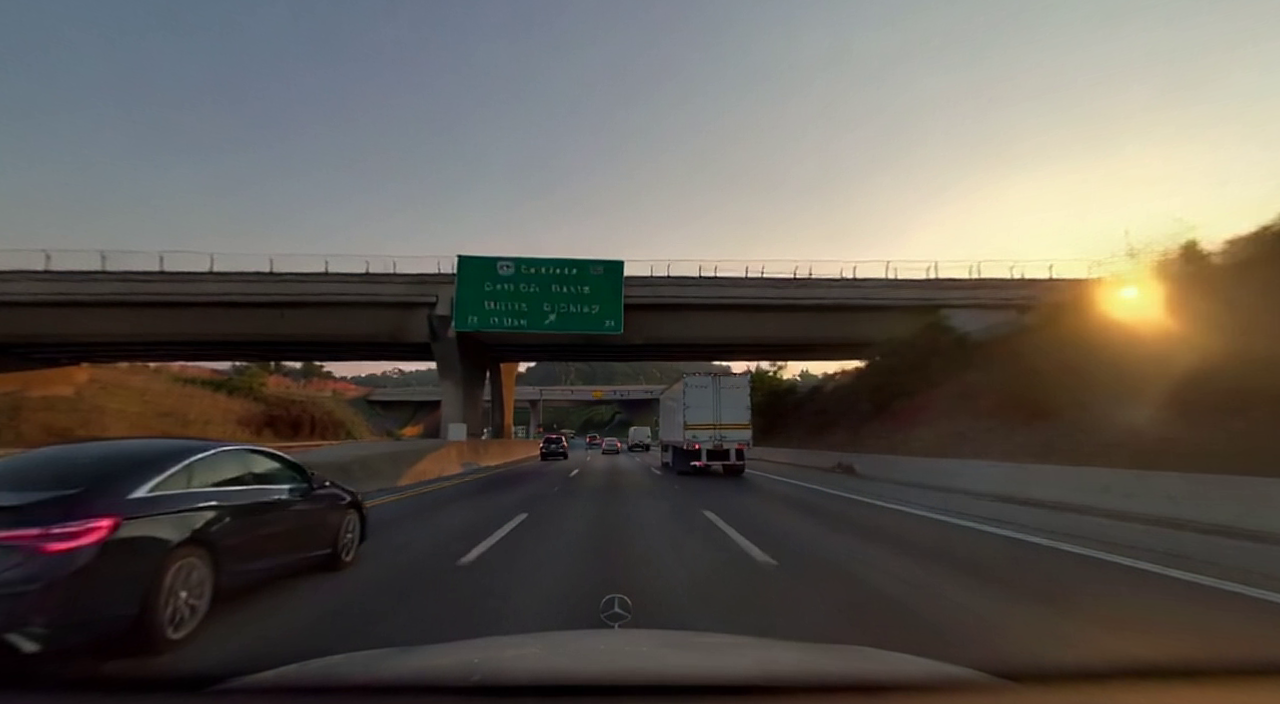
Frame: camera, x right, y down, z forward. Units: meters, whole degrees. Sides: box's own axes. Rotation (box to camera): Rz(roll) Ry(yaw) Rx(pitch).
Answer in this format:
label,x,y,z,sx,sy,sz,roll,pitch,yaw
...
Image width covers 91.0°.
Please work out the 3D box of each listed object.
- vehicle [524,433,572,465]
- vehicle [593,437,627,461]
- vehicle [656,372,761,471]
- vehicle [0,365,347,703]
label,x,y,z,sx,sy,sz,roll,pitch,yaw
vehicle,-5.359,5.726,37.218,2.377,1.747,4.703,0,-8,-3
vehicle,-2.086,6.531,42.528,2.125,1.542,3.816,0,-8,-5
vehicle,2.984,3.825,32.794,3.301,4.034,13.722,0,-8,-3
vehicle,-4.138,1.103,4.300,2.213,1.650,4.403,0,-8,-1
